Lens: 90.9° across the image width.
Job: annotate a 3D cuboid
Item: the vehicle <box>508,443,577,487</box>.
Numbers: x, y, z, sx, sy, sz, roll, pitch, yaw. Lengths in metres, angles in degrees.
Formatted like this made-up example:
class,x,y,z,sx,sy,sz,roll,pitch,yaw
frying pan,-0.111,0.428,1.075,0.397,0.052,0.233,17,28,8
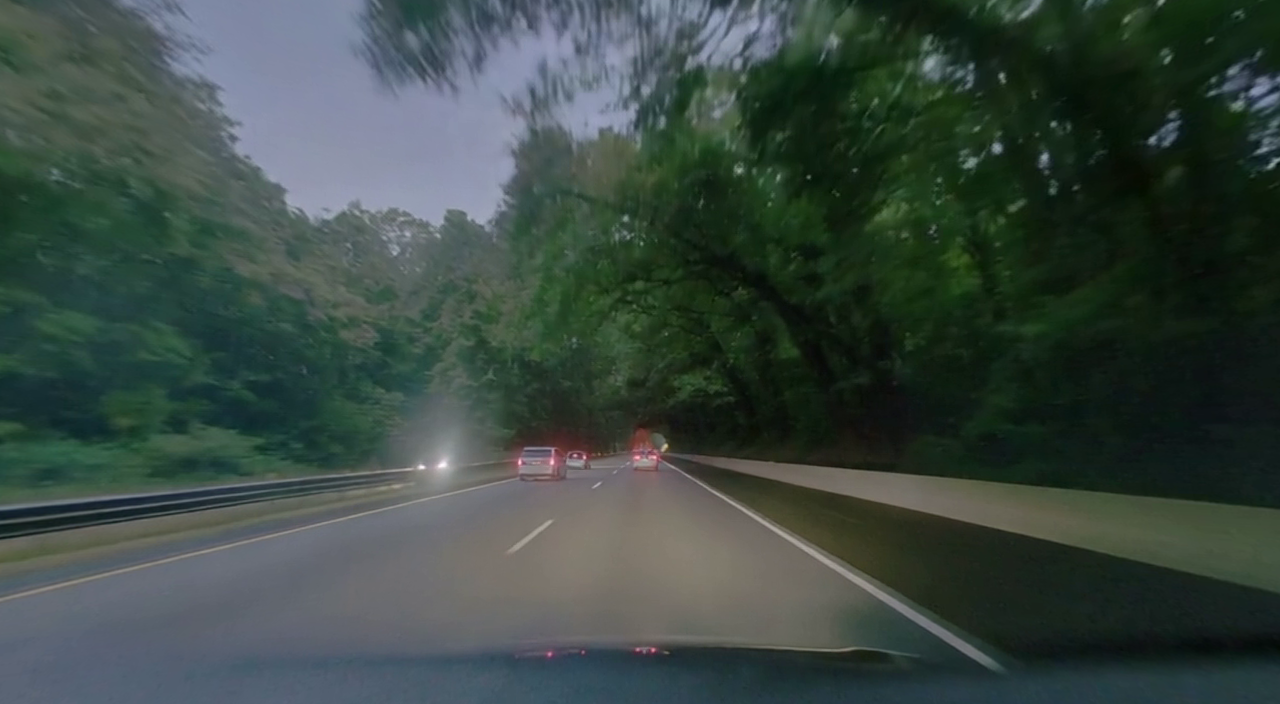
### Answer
class,x,y,z,sx,sy,sz,roll,pitch,yaw
vehicle,-3.616,4.266,24.018,1.978,1.538,3.755,0,-9,1

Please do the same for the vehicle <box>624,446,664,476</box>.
class,x,y,z,sx,sy,sz,roll,pitch,yaw
vehicle,0.205,5.778,33.608,2.001,1.490,3.914,0,-9,0

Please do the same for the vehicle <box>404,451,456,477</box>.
class,x,y,z,sx,sy,sz,roll,pitch,yaw
vehicle,-12.249,6.542,36.963,1.733,1.407,3.713,0,-9,0

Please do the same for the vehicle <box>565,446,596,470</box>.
class,x,y,z,sx,sy,sz,roll,pitch,yaw
vehicle,-4.189,7.499,44.859,1.834,1.615,3.624,0,-9,1
